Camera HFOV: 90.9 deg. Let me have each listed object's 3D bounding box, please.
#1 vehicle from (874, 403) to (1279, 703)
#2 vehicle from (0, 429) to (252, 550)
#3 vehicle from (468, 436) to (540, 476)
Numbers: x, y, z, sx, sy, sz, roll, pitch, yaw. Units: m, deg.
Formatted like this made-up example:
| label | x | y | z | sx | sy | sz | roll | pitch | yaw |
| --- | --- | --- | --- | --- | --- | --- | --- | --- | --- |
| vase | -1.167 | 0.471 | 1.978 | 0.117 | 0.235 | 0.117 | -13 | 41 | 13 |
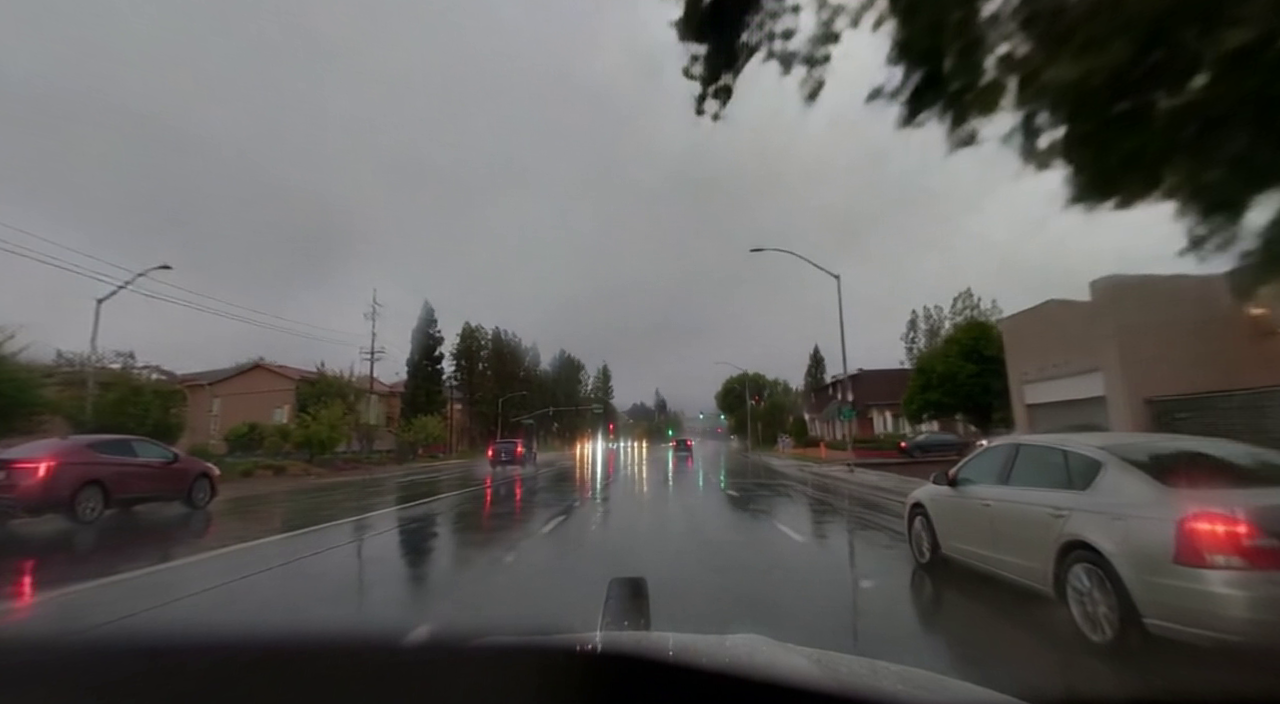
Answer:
| label | x | y | z | sx | sy | sz | roll | pitch | yaw |
| --- | --- | --- | --- | --- | --- | --- | --- | --- | --- |
| vehicle | 3.785 | 1.323 | 5.168 | 2.003 | 1.494 | 4.705 | 0 | -8 | 1 |
| vehicle | -8.763 | 2.128 | 10.460 | 1.951 | 1.554 | 4.444 | 0 | -8 | -3 |
| vehicle | -5.932 | 4.594 | 28.001 | 1.988 | 1.597 | 4.404 | -1 | -8 | 3 |
